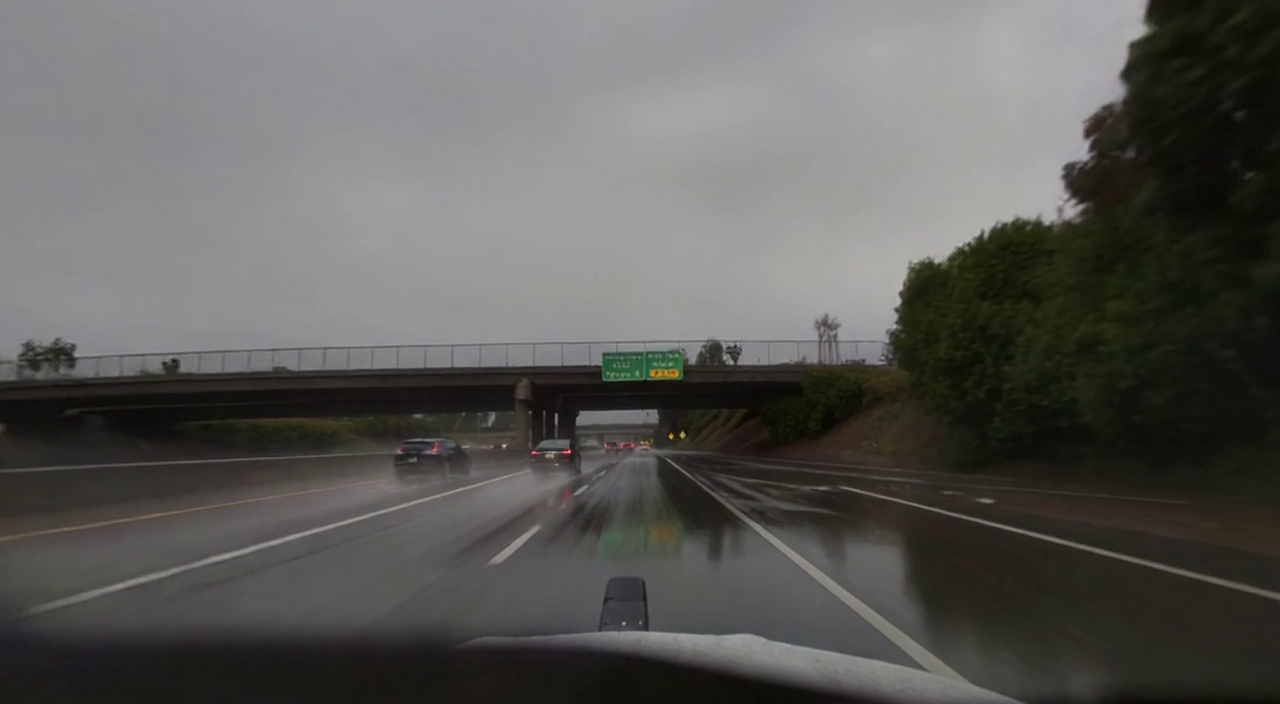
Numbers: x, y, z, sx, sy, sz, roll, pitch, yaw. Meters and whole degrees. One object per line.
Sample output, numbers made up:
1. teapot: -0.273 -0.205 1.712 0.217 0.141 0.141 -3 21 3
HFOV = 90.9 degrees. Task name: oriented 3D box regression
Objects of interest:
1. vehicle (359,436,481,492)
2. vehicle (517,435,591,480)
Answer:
1. vehicle: -6.794 3.493 20.150 2.069 1.551 4.830 0 -8 1
2. vehicle: -3.292 4.167 25.246 2.210 1.628 4.586 -1 -8 1
